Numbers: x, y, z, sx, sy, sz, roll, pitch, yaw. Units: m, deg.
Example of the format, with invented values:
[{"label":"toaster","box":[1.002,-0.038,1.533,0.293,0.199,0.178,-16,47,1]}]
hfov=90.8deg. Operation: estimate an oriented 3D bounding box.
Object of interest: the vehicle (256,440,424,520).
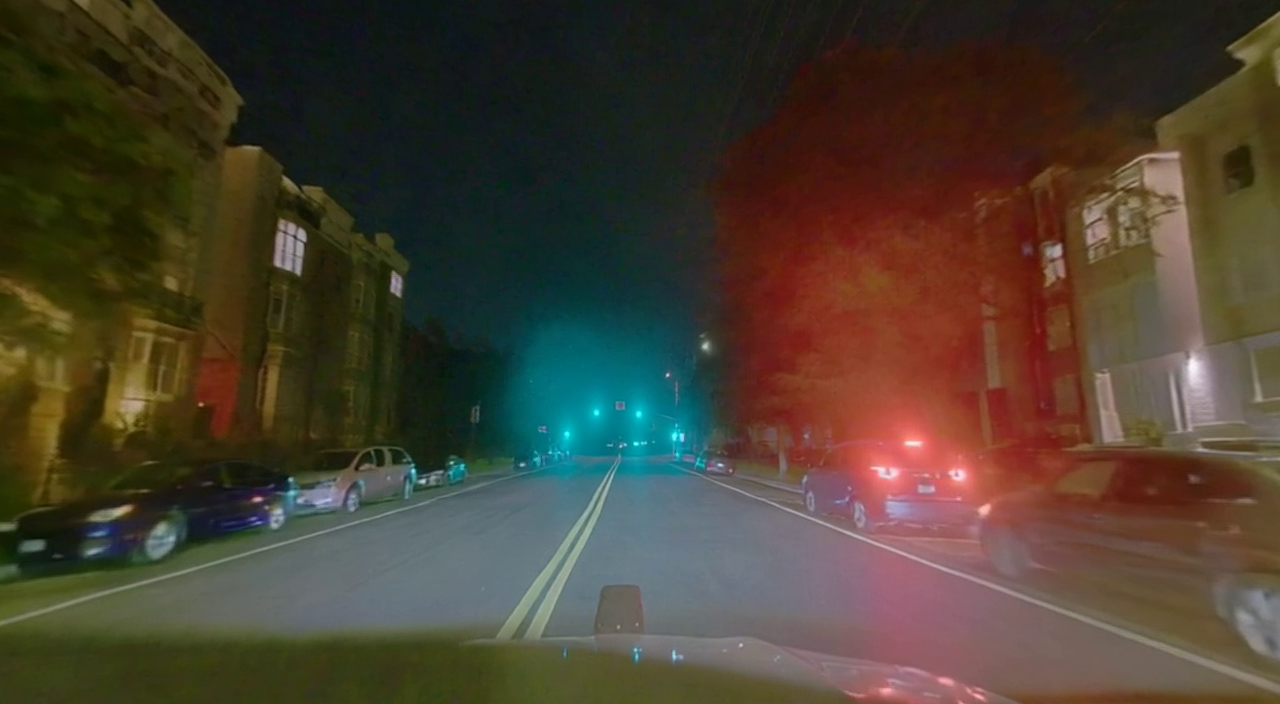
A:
[{"label":"vehicle","box":[-7.221,3.085,15.843,2.092,1.706,4.356,0,-8,-1]}]

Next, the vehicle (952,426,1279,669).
[{"label":"vehicle","box":[4.764,1.385,5.131,1.830,1.477,4.684,0,-8,-3]}]

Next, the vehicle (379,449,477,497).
[{"label":"vehicle","box":[-7.170,4.105,21.895,1.954,1.430,4.395,0,-8,-1]}]

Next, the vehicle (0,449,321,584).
[{"label":"vehicle","box":[-6.804,2.190,9.381,1.811,1.454,4.610,0,-8,-1]}]

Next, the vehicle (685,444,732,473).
[{"label":"vehicle","box":[3.884,6.132,36.598,1.955,1.536,4.395,1,-9,-4]}]

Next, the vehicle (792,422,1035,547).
[{"label":"vehicle","box":[4.331,2.162,11.010,1.992,1.703,4.503,0,-9,-3]}]
